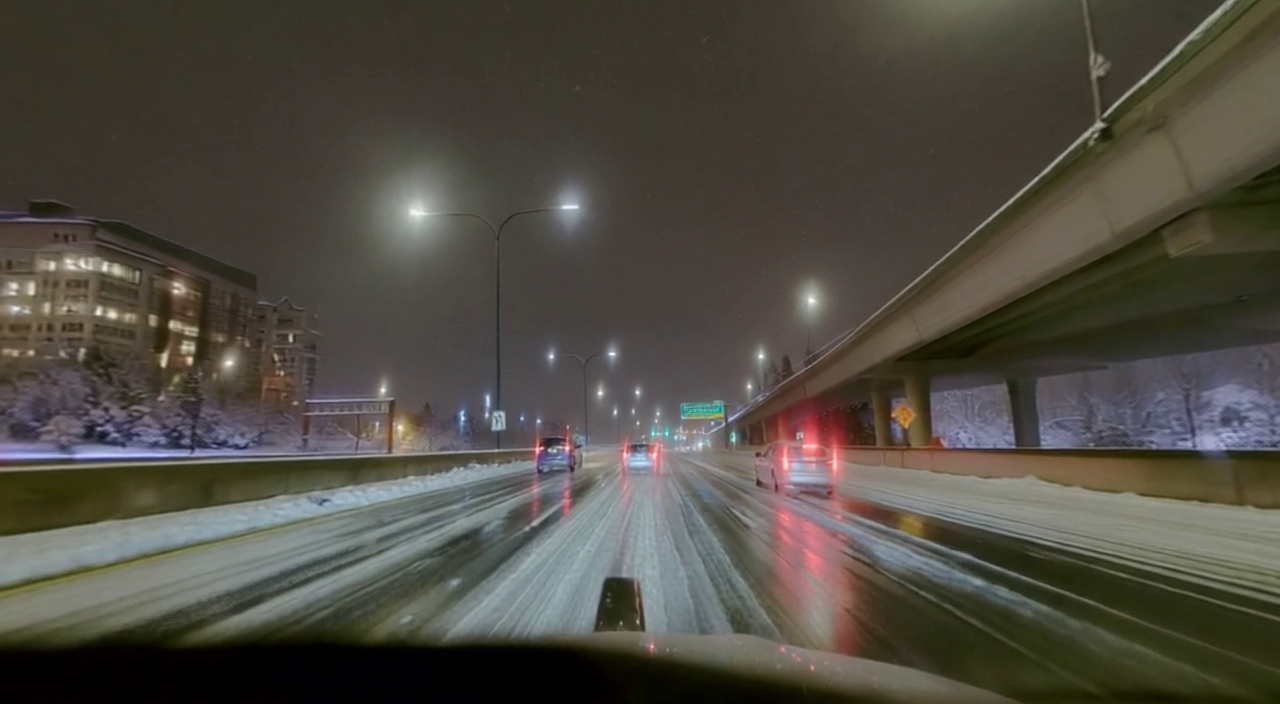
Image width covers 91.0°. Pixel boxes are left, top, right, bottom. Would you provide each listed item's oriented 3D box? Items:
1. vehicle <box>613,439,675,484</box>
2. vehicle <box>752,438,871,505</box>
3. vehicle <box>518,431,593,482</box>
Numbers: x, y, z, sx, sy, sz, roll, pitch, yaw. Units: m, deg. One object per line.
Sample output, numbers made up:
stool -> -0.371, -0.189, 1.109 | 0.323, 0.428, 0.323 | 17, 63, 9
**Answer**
vehicle -> 0.199, 4.001, 23.269 | 2.089, 1.493, 3.964 | 0, -8, 2
vehicle -> 4.247, 3.009, 16.296 | 1.974, 1.490, 3.994 | 0, -8, 0
vehicle -> -3.274, 4.173, 25.460 | 2.142, 1.819, 4.648 | 0, -8, 3
